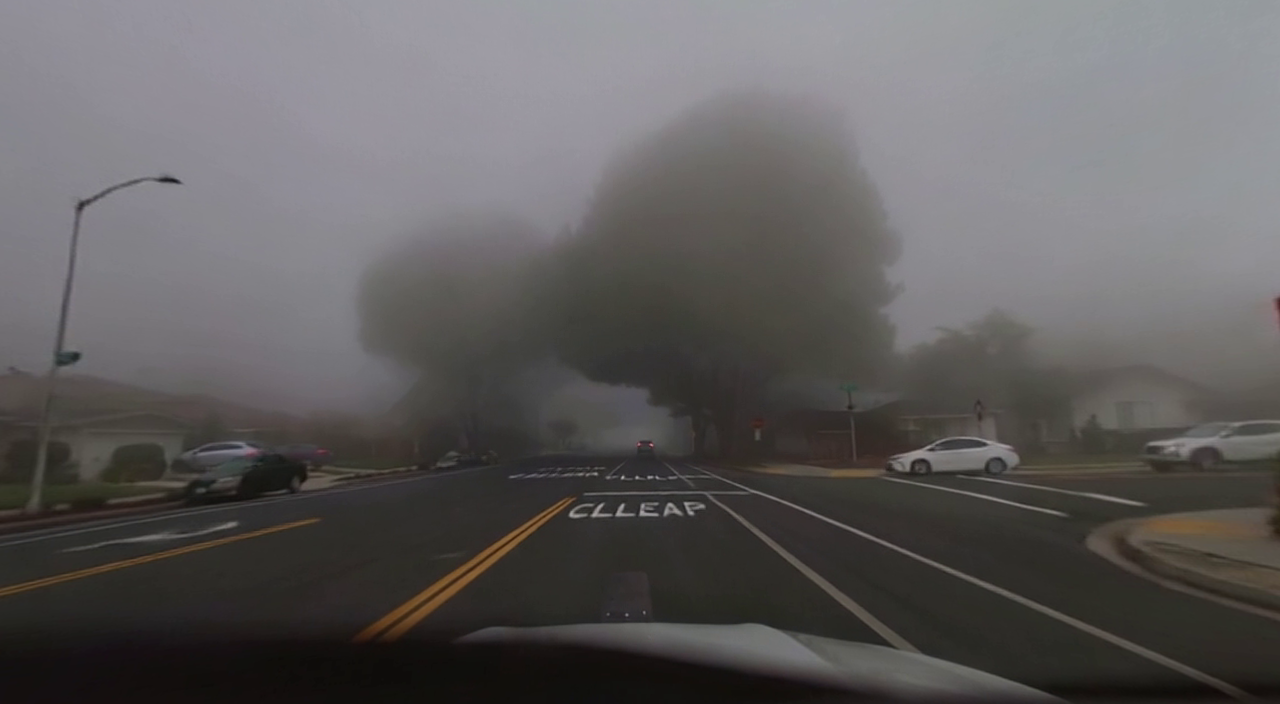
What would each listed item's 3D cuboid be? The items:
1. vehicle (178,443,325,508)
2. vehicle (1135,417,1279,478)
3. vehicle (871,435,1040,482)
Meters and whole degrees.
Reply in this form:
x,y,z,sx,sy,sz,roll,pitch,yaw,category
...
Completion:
x,y,z,sx,sy,sz,roll,pitch,yaw,category
-12.546,3.966,20.758,1.965,1.653,4.488,-3,-6,1,vehicle
19.577,3.106,20.566,4.754,1.844,2.272,-1,-9,5,vehicle
10.864,3.702,22.125,4.818,1.525,2.163,-1,-9,9,vehicle
